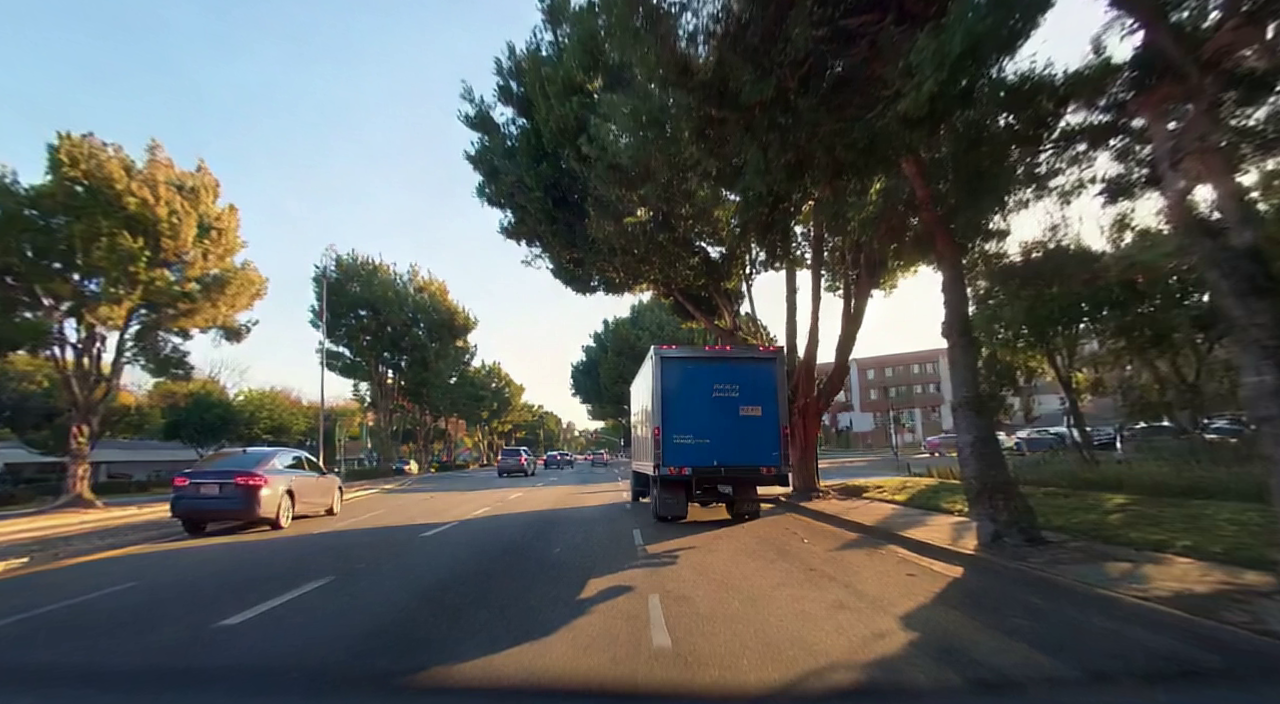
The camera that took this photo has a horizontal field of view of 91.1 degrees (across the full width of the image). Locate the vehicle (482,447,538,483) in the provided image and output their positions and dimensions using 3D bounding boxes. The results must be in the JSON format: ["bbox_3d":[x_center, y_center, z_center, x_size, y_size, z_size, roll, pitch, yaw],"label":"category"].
[{"bbox_3d":[-6.824,5.937,33.402,2.095,1.759,4.433,0,-9,-2],"label":"vehicle"}]

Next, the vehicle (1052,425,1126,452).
[{"bbox_3d":[29.794,5.778,41.767,1.827,1.498,3.785,-5,-9,-5],"label":"vehicle"}]

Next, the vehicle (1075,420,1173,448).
[{"bbox_3d":[32.765,5.635,42.716,2.039,1.714,5.431,1,-9,-4],"label":"vehicle"}]

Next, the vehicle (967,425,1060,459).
[{"bbox_3d":[24.577,6.015,41.663,2.220,1.981,5.827,3,-9,-5],"label":"vehicle"}]

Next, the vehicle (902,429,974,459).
[{"bbox_3d":[19.271,6.002,40.848,1.880,1.804,4.679,1,-9,-7],"label":"vehicle"}]

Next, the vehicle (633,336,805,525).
[{"bbox_3d":[1.467,2.159,16.642,2.905,3.644,8.807,1,-9,-3],"label":"vehicle"}]

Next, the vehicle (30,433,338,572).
[{"bbox_3d":[-6.677,2.181,9.973,1.958,1.672,4.283,1,-9,-6],"label":"vehicle"}]

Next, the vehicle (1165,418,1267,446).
[{"bbox_3d":[38.927,5.473,42.620,1.858,1.687,5.044,0,-9,-5],"label":"vehicle"}]
